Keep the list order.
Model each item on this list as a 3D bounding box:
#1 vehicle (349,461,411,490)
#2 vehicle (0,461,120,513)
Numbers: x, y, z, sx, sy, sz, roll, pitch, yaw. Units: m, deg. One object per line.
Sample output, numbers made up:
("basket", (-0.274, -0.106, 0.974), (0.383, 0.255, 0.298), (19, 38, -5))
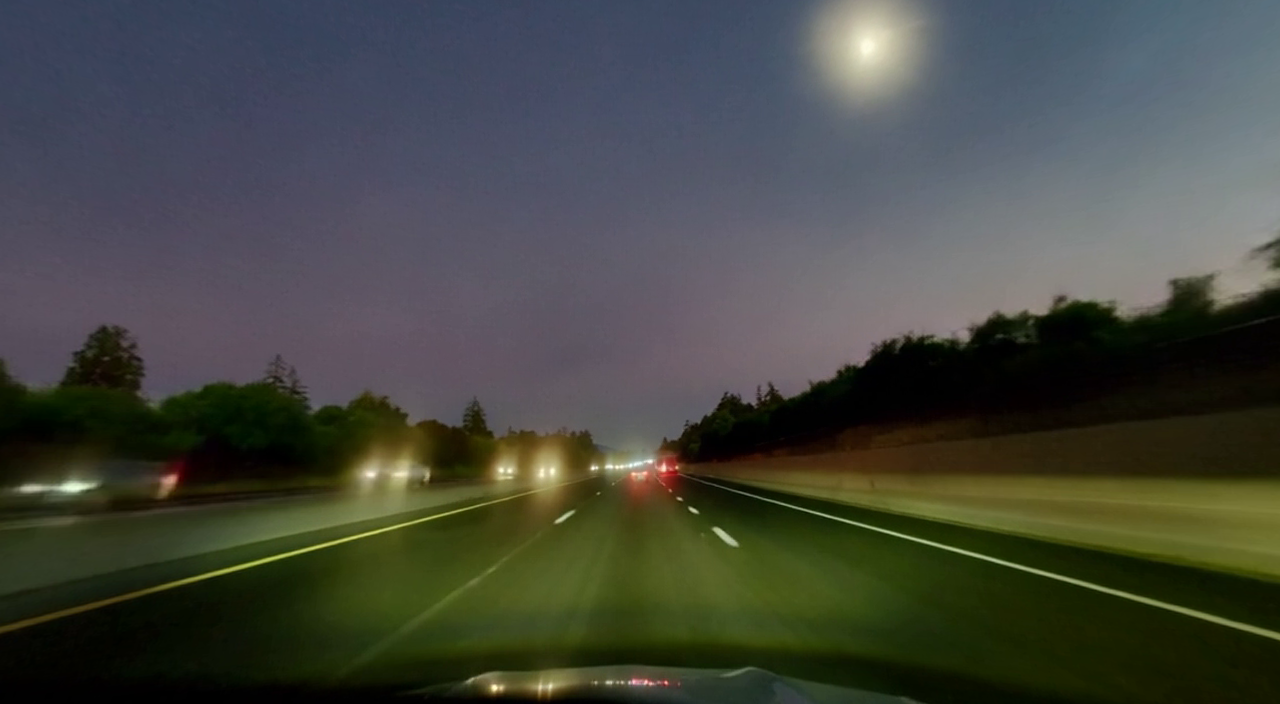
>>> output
("vehicle", (-15.648, 7.448, 38.105), (1.902, 1.607, 4.116), (0, -10, 1))
("vehicle", (-19.072, 4.211, 20.011), (1.716, 1.454, 3.893), (0, -10, 0))
